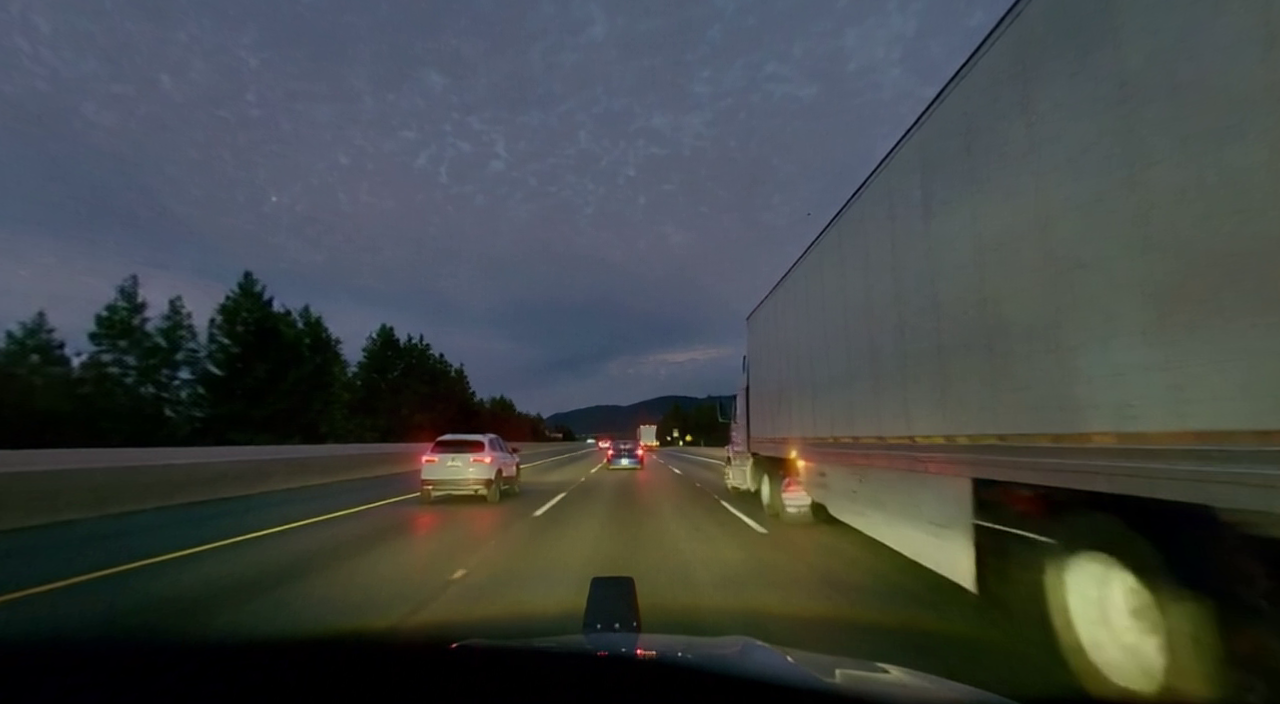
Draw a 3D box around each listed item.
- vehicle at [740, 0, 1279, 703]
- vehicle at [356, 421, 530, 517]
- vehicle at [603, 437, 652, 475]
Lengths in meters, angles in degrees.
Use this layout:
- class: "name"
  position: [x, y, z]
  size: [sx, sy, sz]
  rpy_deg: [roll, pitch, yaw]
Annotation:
- class: "vehicle"
  position: [3.860, 0.341, 7.591]
  size: [2.946, 4.111, 14.652]
  rpy_deg: [0, -8, 0]
- class: "vehicle"
  position: [-3.955, 2.435, 13.669]
  size: [2.264, 1.699, 4.648]
  rpy_deg: [0, -8, 0]
- class: "vehicle"
  position: [-0.541, 4.683, 28.588]
  size: [2.048, 1.563, 4.087]
  rpy_deg: [0, -8, -1]
